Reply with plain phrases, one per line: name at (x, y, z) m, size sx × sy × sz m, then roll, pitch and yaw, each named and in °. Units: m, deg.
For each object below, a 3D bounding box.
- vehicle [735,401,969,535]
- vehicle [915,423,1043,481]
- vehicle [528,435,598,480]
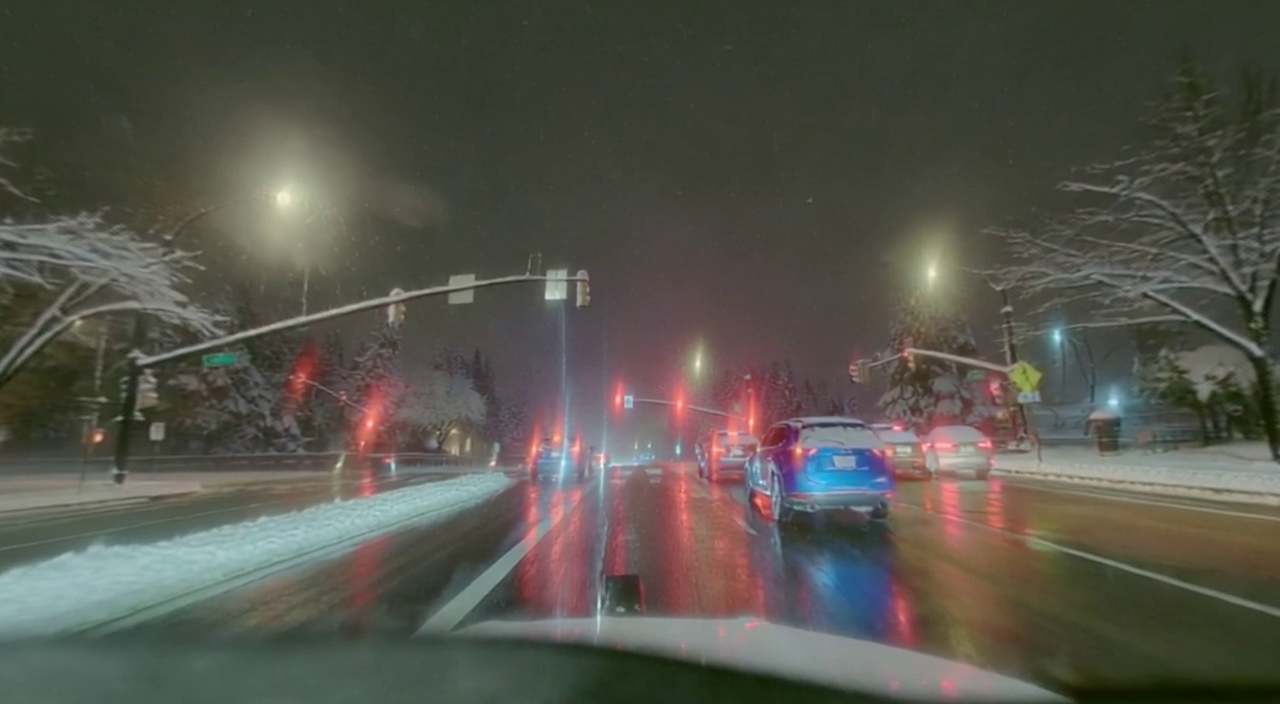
vehicle at (3.134, 1.871, 10.711) m, size 2.247 × 1.738 × 4.818 m, roll 0°, pitch -8°, yaw -1°
vehicle at (11.350, 3.384, 21.540) m, size 1.971 × 1.746 × 4.271 m, roll 0°, pitch -8°, yaw 0°
vehicle at (-2.747, 3.864, 23.379) m, size 1.969 × 1.513 × 3.773 m, roll 0°, pitch -8°, yaw 2°
